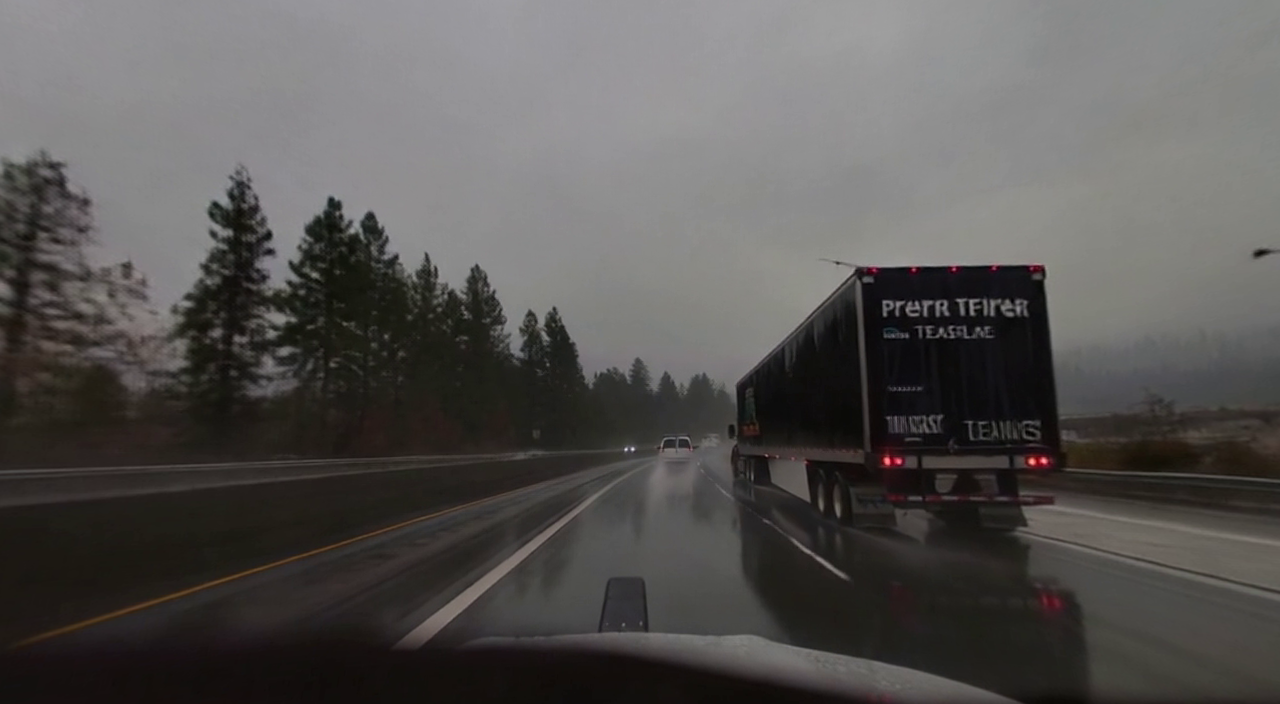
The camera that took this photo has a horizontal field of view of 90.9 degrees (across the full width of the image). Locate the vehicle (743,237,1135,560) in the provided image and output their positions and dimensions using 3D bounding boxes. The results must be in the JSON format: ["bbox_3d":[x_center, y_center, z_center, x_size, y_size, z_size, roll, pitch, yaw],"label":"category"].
[{"bbox_3d":[5.114,1.742,16.418,2.899,4.160,16.621,0,-8,3],"label":"vehicle"}]

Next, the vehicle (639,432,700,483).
[{"bbox_3d":[1.204,4.213,25.416,2.222,1.848,4.610,0,-8,3],"label":"vehicle"}]
